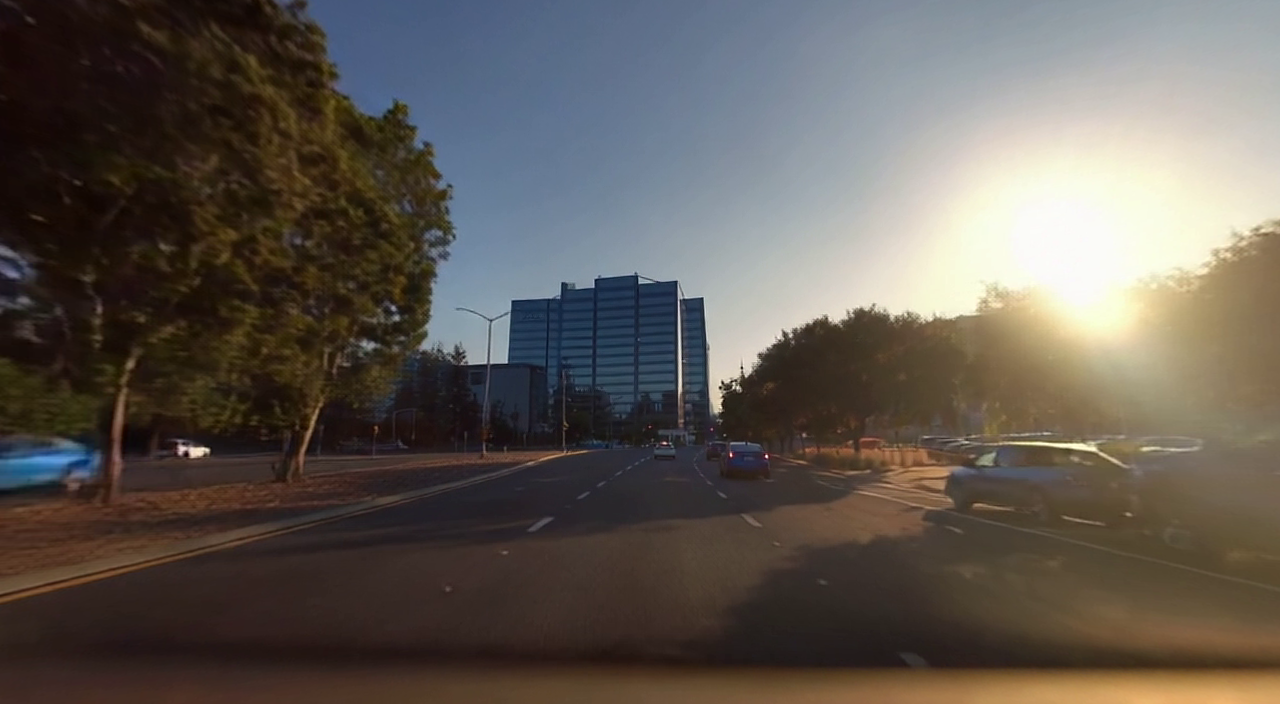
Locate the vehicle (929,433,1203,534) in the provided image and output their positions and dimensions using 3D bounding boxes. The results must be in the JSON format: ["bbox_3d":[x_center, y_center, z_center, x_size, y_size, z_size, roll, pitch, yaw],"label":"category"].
[{"bbox_3d":[7.919,2.455,12.479,2.074,1.584,4.658,0,-8,-2],"label":"vehicle"}]

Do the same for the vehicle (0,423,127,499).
[{"bbox_3d":[-14.020,2.386,13.892,1.862,1.551,4.265,0,-8,-1],"label":"vehicle"}]

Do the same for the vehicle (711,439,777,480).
[{"bbox_3d":[4.120,4.318,25.730,1.981,1.499,4.536,0,-8,1],"label":"vehicle"}]

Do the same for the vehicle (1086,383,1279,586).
[{"bbox_3d":[7.581,1.228,5.688,2.410,1.997,6.477,0,-8,0],"label":"vehicle"}]
